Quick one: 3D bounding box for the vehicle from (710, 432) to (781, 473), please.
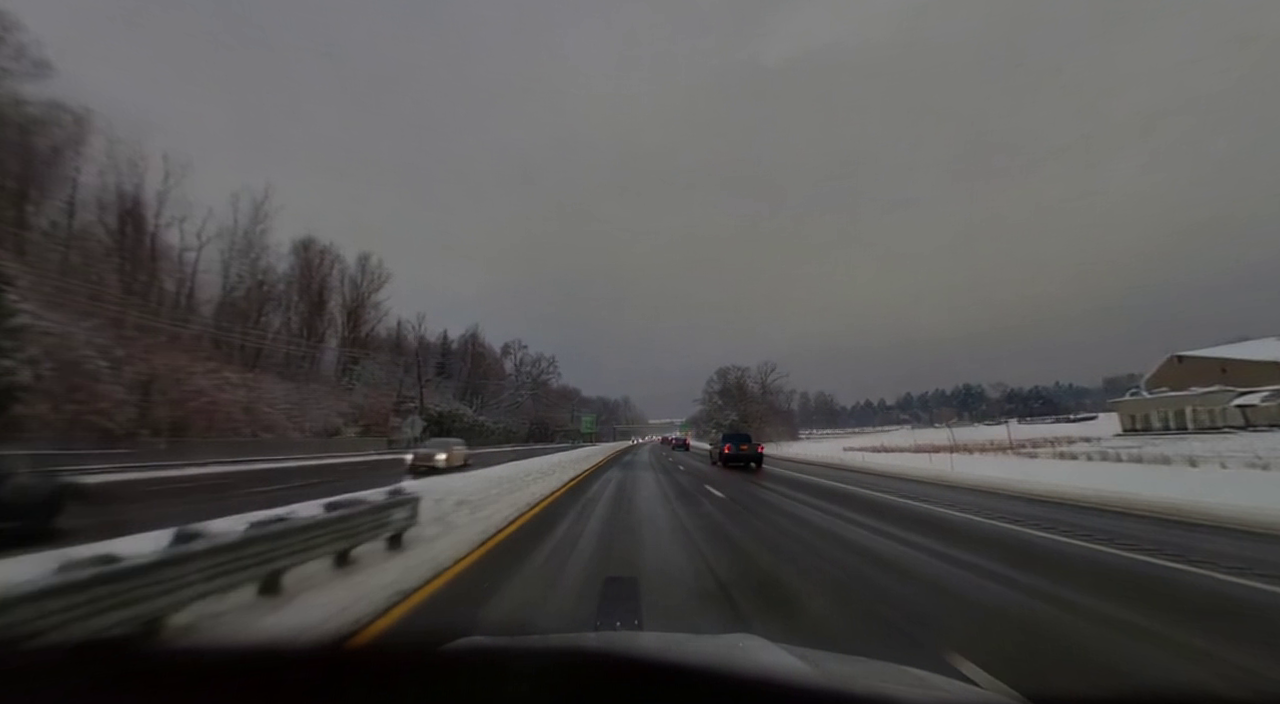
[{"bbox_3d":[4.155,4.019,25.410,2.024,1.516,4.197,0,-8,-1],"label":"vehicle"}]

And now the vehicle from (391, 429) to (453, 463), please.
[{"bbox_3d":[-13.202,5.709,38.324,2.025,1.874,4.956,0,-8,-1],"label":"vehicle"}]
